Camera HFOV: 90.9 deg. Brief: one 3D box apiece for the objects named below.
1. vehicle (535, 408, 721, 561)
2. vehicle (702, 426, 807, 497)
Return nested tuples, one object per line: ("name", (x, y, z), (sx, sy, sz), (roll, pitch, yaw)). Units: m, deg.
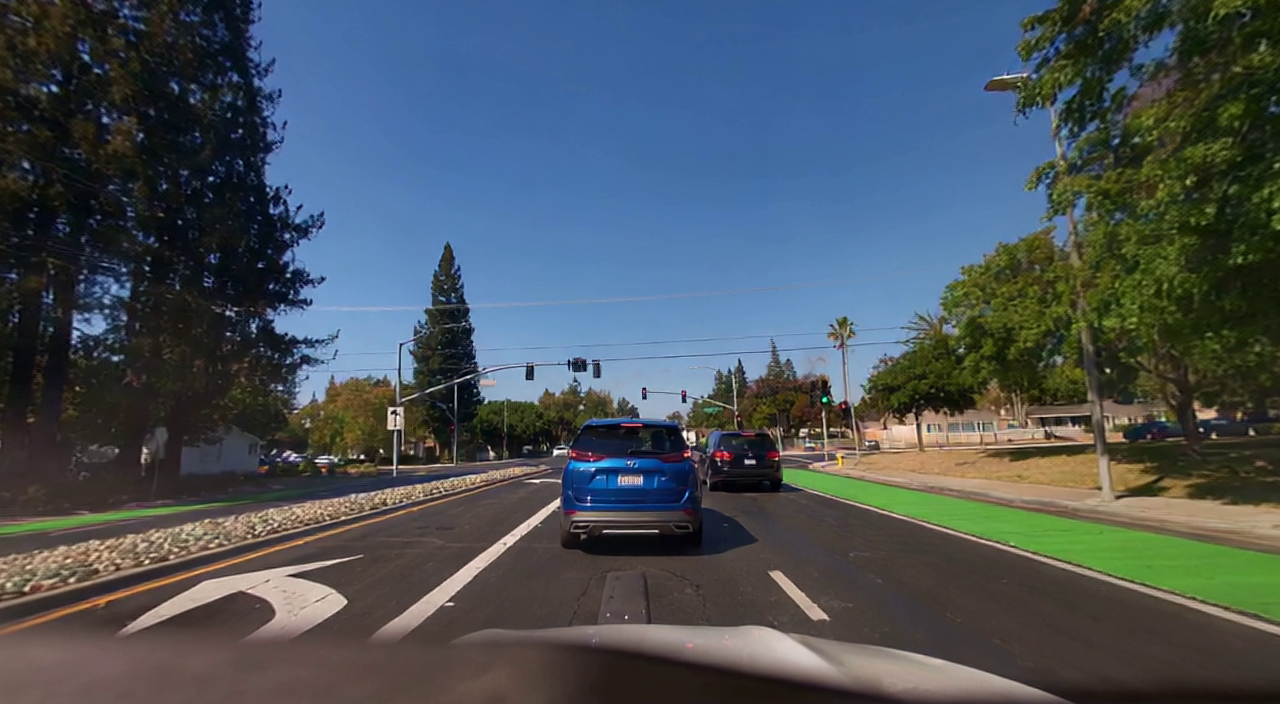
("vehicle", (-0.126, 1.806, 9.231), (2.109, 1.730, 3.963), (0, -8, 0))
("vehicle", (3.161, 3.149, 18.469), (2.189, 1.815, 4.495), (0, -8, -1))
